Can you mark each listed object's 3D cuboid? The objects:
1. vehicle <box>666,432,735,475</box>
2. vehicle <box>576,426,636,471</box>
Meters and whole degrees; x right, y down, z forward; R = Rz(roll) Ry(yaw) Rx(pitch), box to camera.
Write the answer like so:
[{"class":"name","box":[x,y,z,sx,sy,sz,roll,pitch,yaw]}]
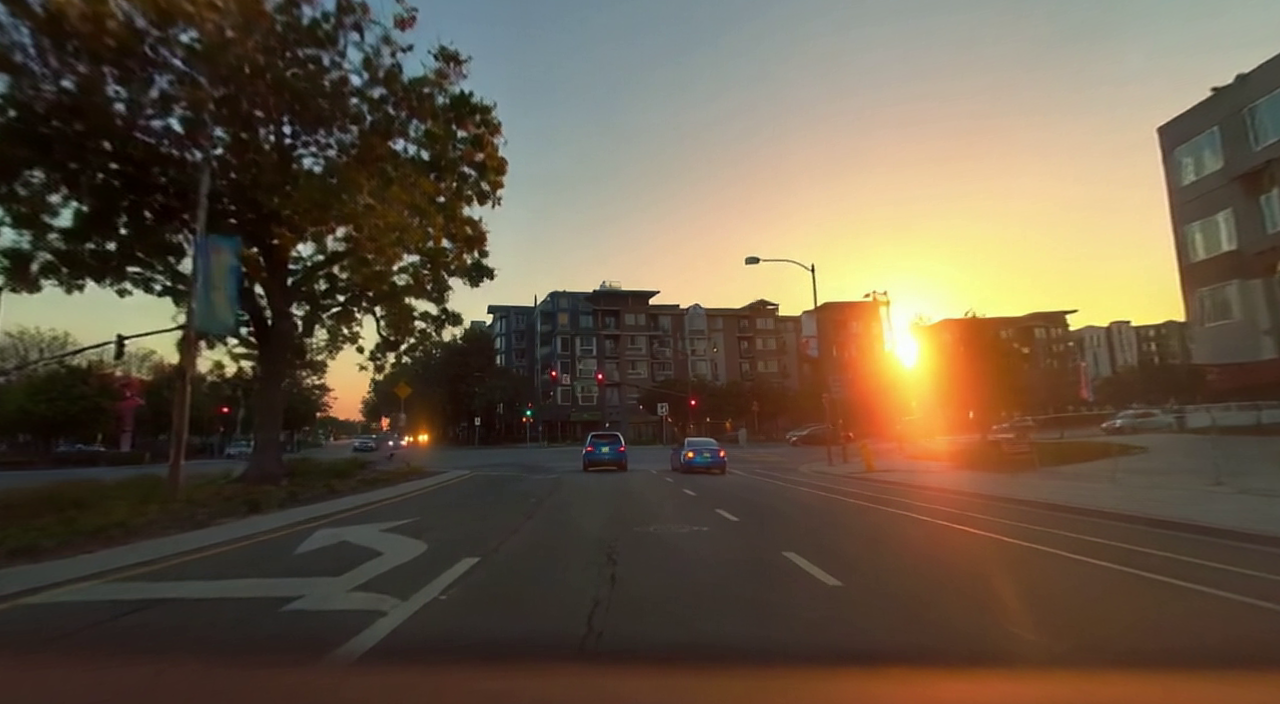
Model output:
[{"class":"vehicle","box":[2.229,3.900,24.476,1.918,1.479,4.468,1,-9,-4]},{"class":"vehicle","box":[-1.506,4.020,26.379,2.317,1.713,4.231,1,-9,-6]}]
